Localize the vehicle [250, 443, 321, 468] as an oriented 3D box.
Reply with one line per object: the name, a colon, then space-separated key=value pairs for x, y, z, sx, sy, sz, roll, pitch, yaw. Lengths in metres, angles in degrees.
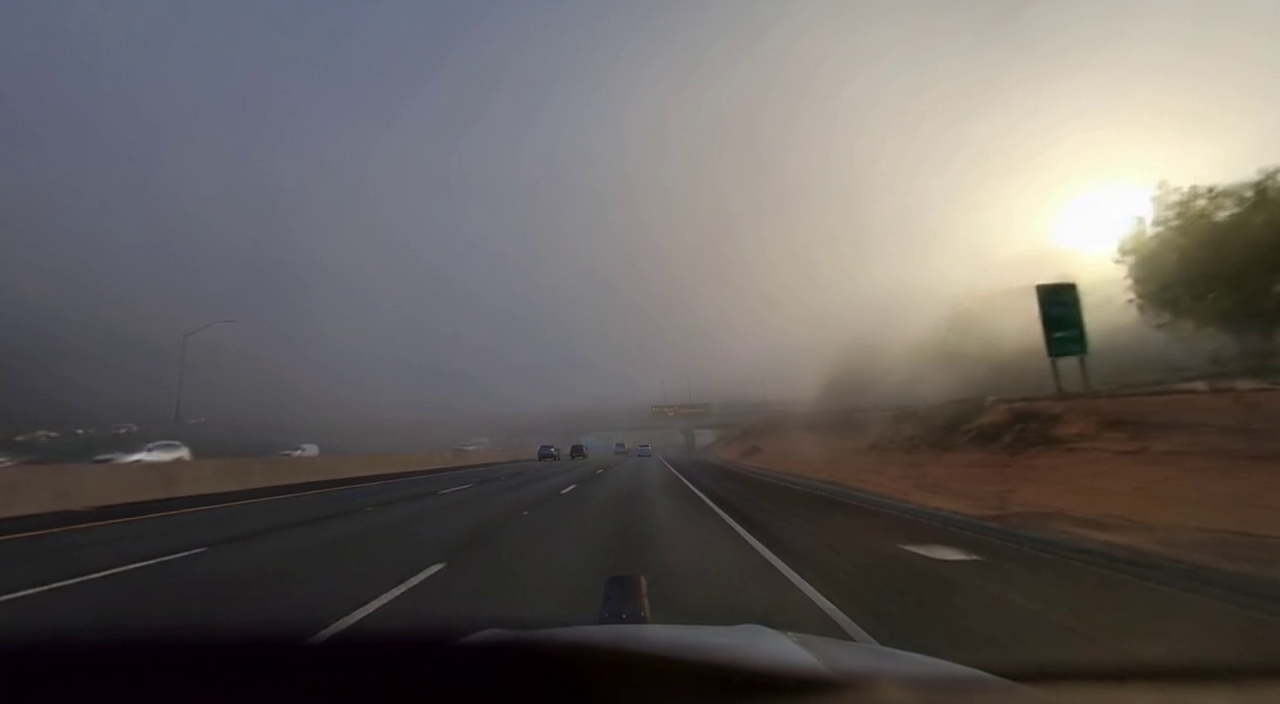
vehicle: x=-27.811 y=8.135 z=49.702 sx=2.679 sy=1.808 sz=5.054 roll=0 pitch=-8 yaw=-1

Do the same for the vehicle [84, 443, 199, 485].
vehicle: x=-17.057 y=3.816 z=21.761 sx=1.408 sy=1.314 sz=3.169 roll=0 pitch=-8 yaw=-1
